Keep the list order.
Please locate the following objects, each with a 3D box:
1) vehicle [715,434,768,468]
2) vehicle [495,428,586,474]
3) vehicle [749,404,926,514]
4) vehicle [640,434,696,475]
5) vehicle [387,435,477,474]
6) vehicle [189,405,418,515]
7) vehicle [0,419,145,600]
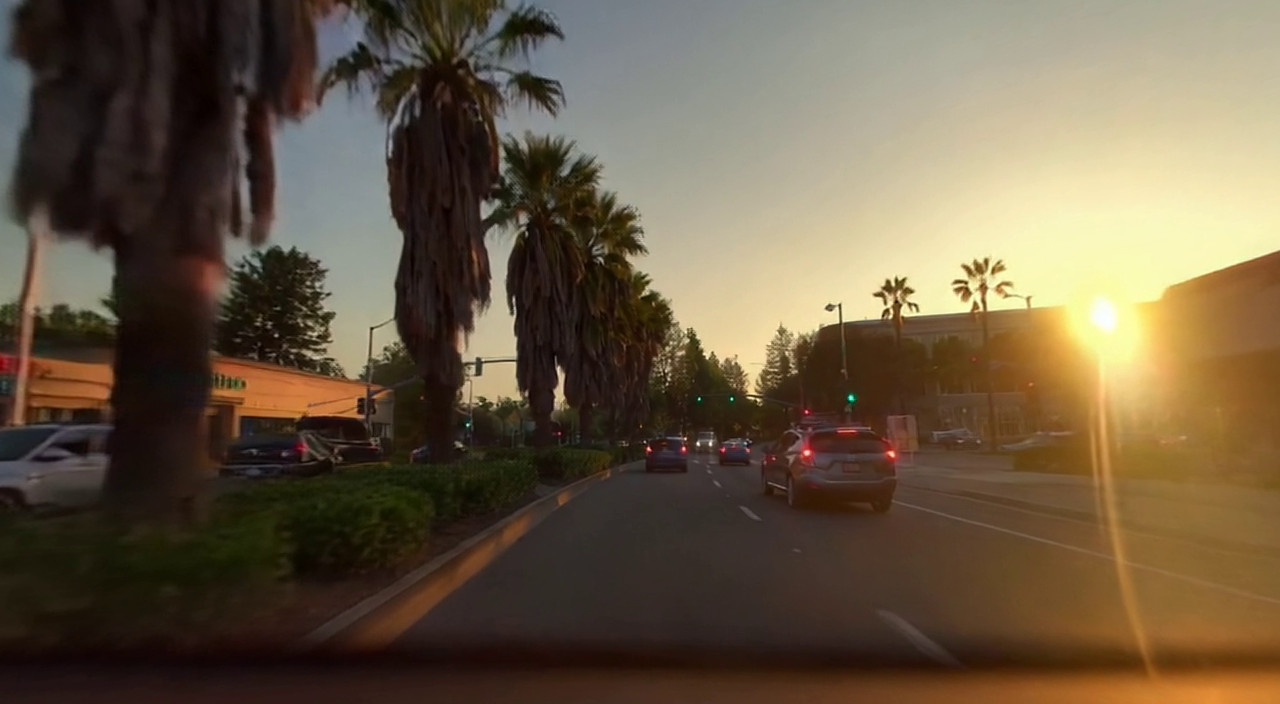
[{"bbox_3d":[4.884,4.848,30.965,2.149,1.532,4.168,-1,-8,4],"label":"vehicle"},{"bbox_3d":[-4.120,4.206,27.009,2.088,1.746,4.650,-3,-9,15],"label":"vehicle"},{"bbox_3d":[3.958,2.281,13.876,2.267,1.931,5.145,0,-8,1],"label":"vehicle"},{"bbox_3d":[1.164,4.111,25.477,2.057,1.492,3.825,-1,-8,4],"label":"vehicle"},{"bbox_3d":[-8.680,4.326,26.836,2.017,1.472,4.418,-1,-8,4],"label":"vehicle"},{"bbox_3d":[-6.678,2.219,13.340,2.127,1.888,4.637,-1,-8,2],"label":"vehicle"},{"bbox_3d":[-6.305,1.158,4.199,1.935,1.483,4.973,0,-8,1],"label":"vehicle"}]
